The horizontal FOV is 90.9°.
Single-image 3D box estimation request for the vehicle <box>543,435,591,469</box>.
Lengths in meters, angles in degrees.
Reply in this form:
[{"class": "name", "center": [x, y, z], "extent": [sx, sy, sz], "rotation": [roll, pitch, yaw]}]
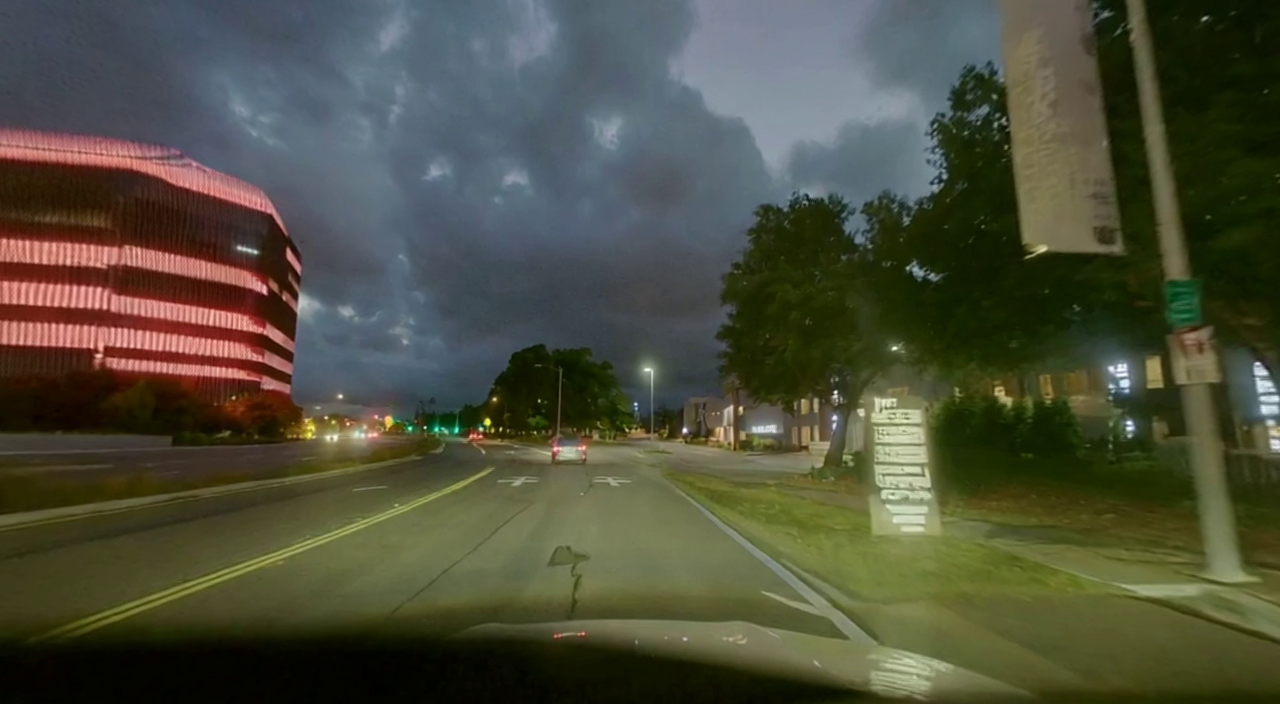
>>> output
[{"class": "vehicle", "center": [-3.723, 4.980, 31.777], "extent": [2.231, 1.572, 4.227], "rotation": [1, -8, -7]}]
